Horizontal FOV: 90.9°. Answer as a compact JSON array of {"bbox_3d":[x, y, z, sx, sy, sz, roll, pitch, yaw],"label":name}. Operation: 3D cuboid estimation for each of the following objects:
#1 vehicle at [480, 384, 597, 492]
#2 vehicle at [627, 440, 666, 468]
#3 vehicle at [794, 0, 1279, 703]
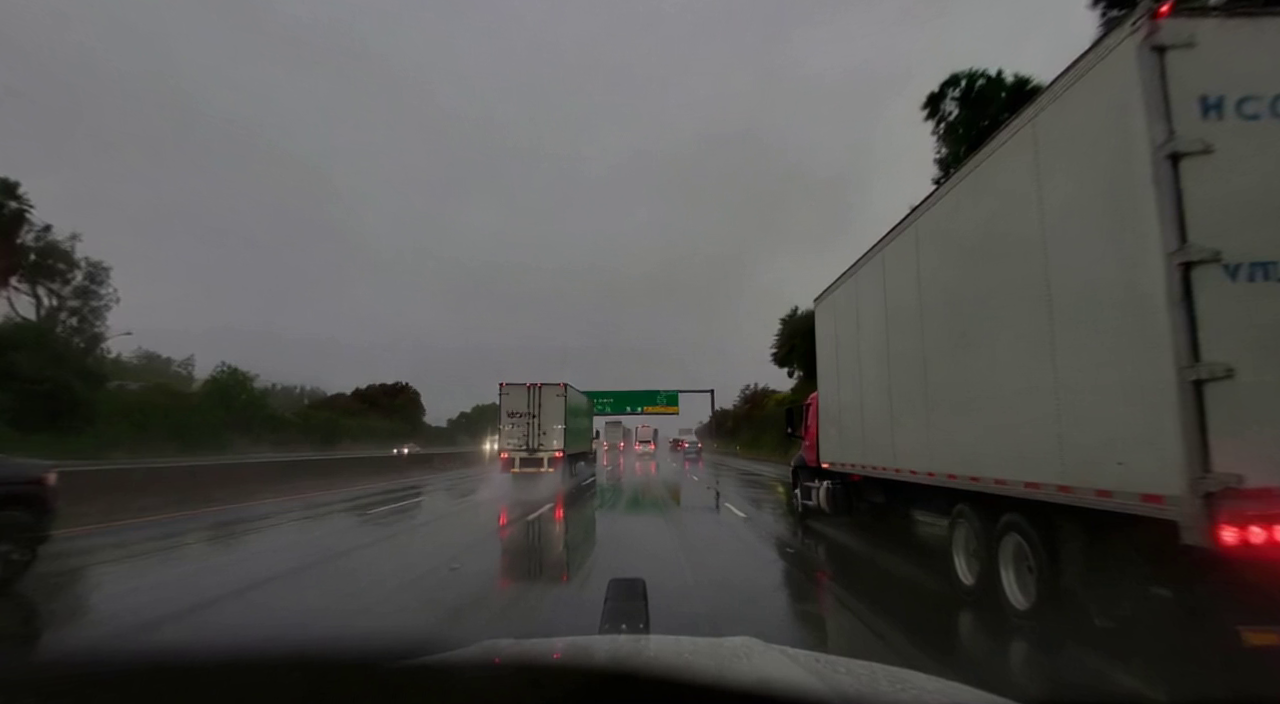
[{"bbox_3d":[-3.233,3.081,22.416,2.745,3.156,7.608,0,-8,1],"label":"vehicle"},{"bbox_3d":[0.352,5.906,36.563,2.105,1.502,4.068,0,-8,0],"label":"vehicle"},{"bbox_3d":[4.028,0.498,6.574,2.895,3.484,7.631,0,-8,0],"label":"vehicle"}]
